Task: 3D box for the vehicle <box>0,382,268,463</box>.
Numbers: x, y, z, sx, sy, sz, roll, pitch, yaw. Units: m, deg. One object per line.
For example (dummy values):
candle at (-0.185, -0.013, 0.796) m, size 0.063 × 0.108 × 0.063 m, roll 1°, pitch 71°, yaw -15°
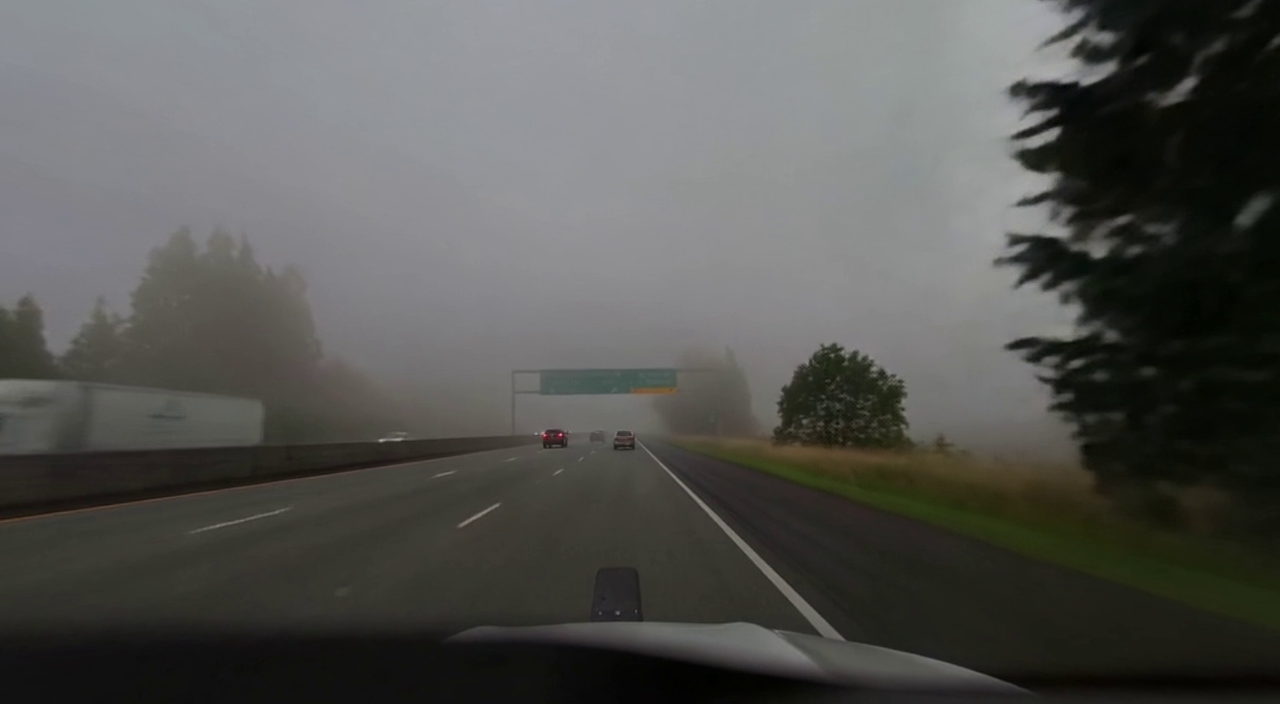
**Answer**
vehicle at (-23.834, 3.552, 30.901) m, size 3.023 × 3.075 × 13.424 m, roll 0°, pitch -7°, yaw -1°
